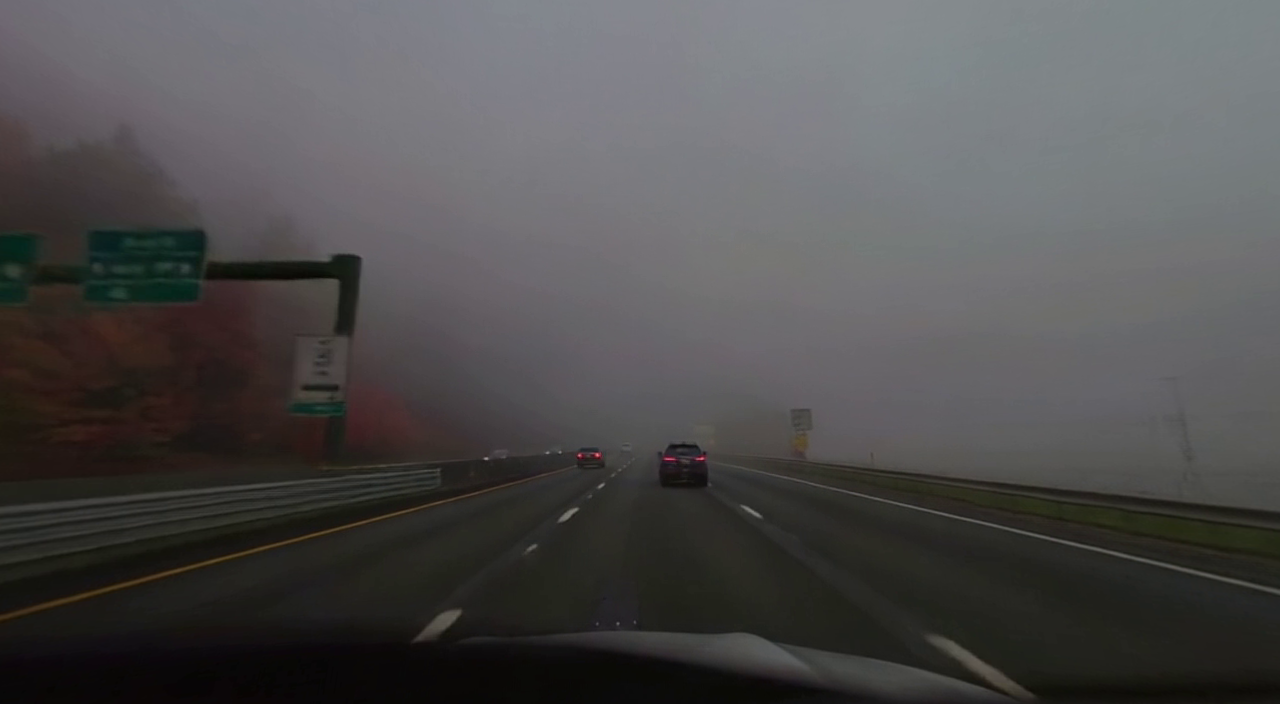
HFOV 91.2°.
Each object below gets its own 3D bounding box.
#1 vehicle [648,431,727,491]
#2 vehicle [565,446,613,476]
[{"bbox_3d":[1.413,3.519,20.525,2.250,1.718,4.358,0,-9,0],"label":"vehicle"},{"bbox_3d":[-2.505,5.472,31.696,2.037,1.418,3.793,-1,-9,2],"label":"vehicle"}]
